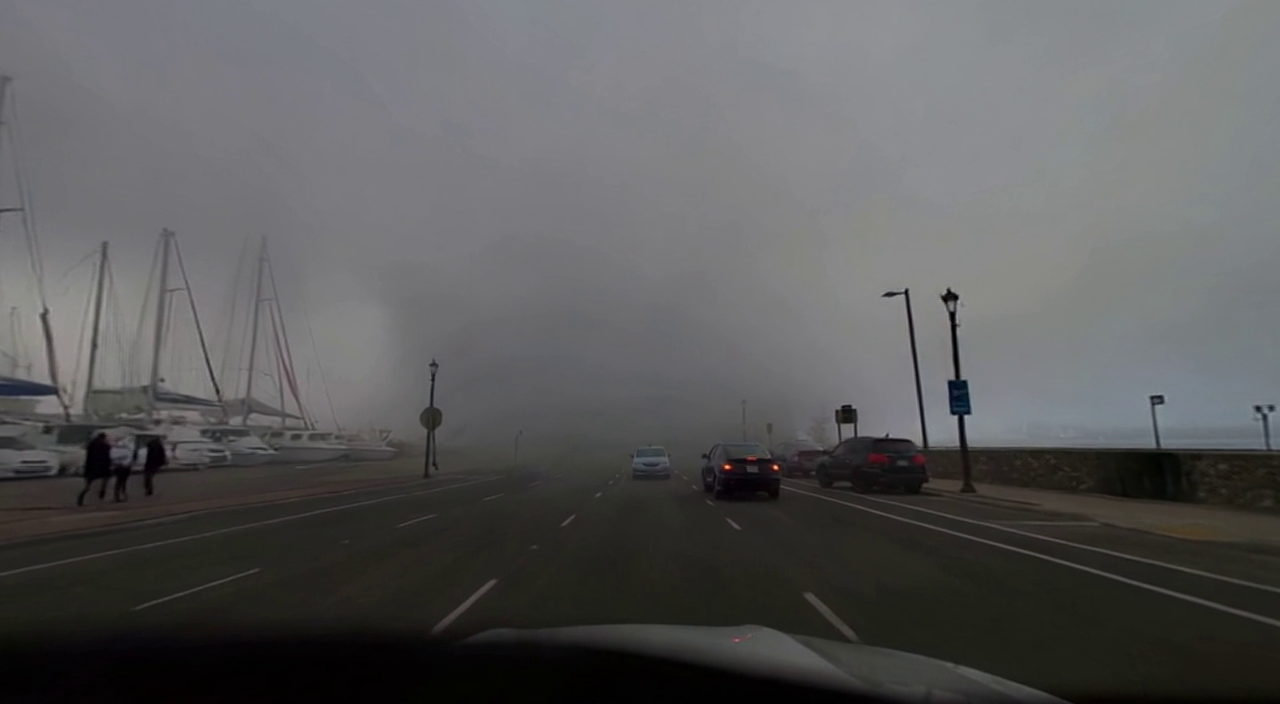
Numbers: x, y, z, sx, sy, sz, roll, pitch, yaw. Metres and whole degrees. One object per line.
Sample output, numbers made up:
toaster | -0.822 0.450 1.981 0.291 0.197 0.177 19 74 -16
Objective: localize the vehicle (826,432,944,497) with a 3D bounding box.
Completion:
vehicle | 7.809 3.631 20.655 1.969 1.852 4.514 0 -9 -1

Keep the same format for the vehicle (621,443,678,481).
vehicle | 0.415 4.674 27.061 2.284 1.496 3.949 -1 -9 1

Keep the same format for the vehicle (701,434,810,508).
vehicle | 2.784 2.985 16.215 2.047 1.640 4.051 0 -9 0
